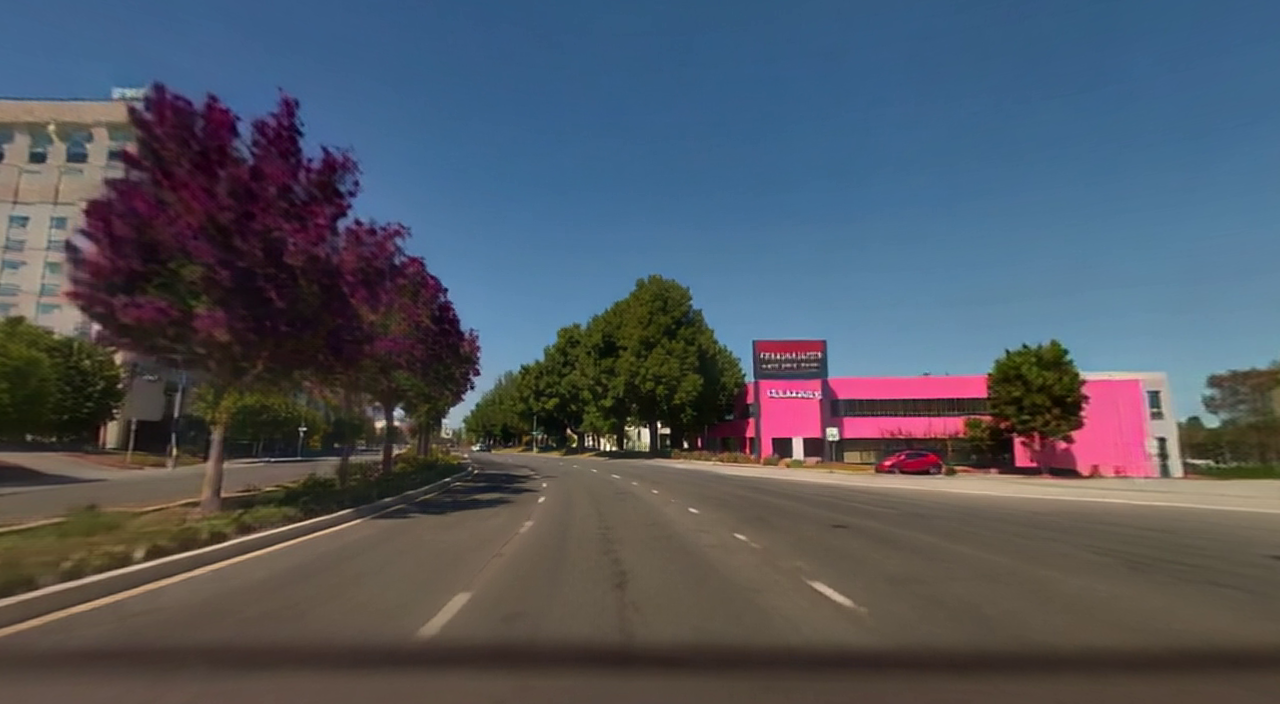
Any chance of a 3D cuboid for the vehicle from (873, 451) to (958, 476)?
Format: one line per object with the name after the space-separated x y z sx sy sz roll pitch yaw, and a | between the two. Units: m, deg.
19.263 7.840 44.279 4.946 1.656 2.139 0 -8 -1 | vehicle
